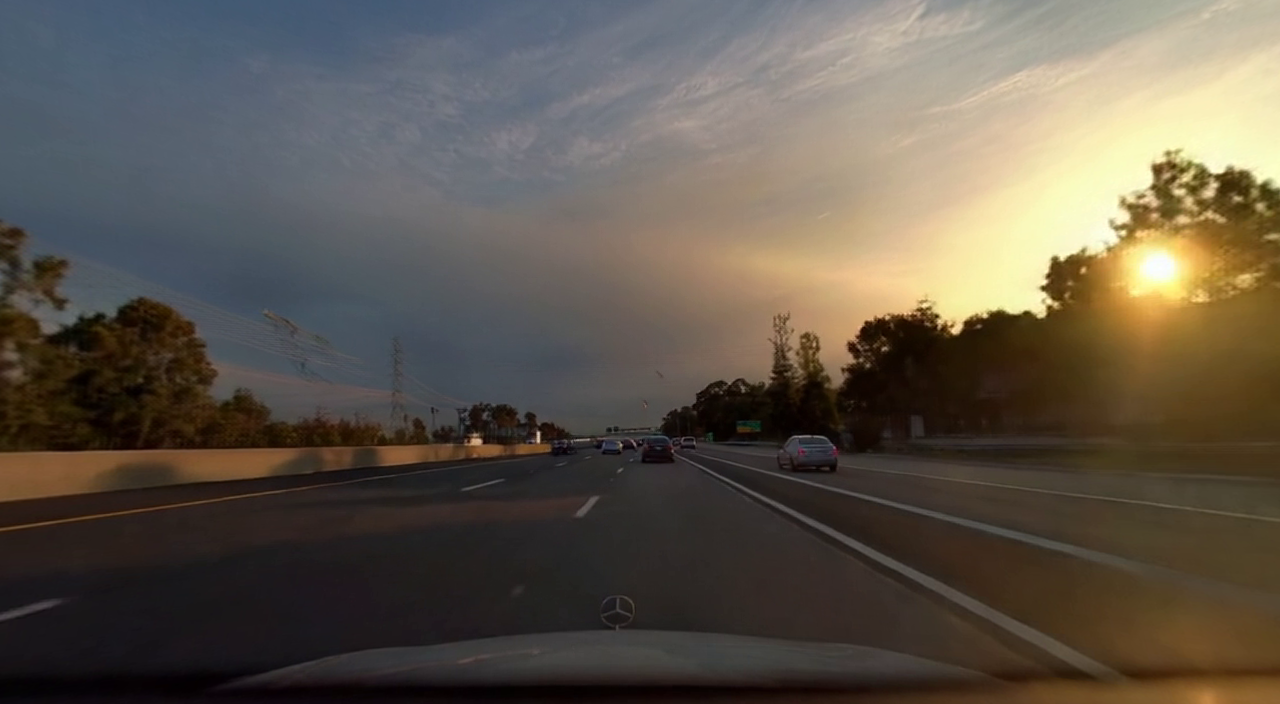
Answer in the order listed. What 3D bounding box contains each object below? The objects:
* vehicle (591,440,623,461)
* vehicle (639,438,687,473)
[{"bbox_3d":[-2.414,7.376,47.396,2.103,1.512,4.155,0,-8,1],"label":"vehicle"},{"bbox_3d":[1.084,5.267,32.440,2.240,1.646,4.949,0,-8,0],"label":"vehicle"}]
